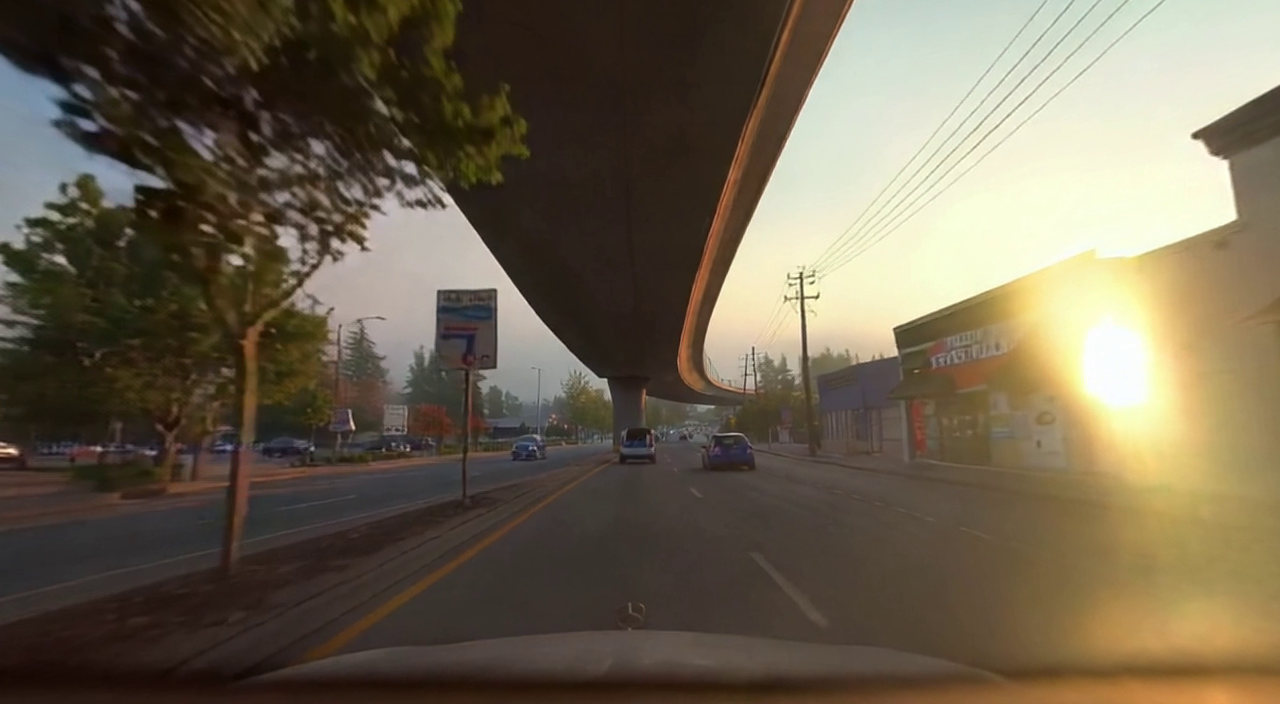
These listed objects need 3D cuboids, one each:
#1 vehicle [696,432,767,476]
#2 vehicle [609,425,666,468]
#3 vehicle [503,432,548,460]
[{"bbox_3d":[3.343,3.828,23.948,1.954,1.479,4.557,0,-8,-1],"label":"vehicle"},{"bbox_3d":[-0.051,4.377,29.206,2.441,1.813,4.581,0,-8,1],"label":"vehicle"},{"bbox_3d":[-7.957,6.585,44.230,2.137,1.811,4.549,-1,-8,3],"label":"vehicle"}]
